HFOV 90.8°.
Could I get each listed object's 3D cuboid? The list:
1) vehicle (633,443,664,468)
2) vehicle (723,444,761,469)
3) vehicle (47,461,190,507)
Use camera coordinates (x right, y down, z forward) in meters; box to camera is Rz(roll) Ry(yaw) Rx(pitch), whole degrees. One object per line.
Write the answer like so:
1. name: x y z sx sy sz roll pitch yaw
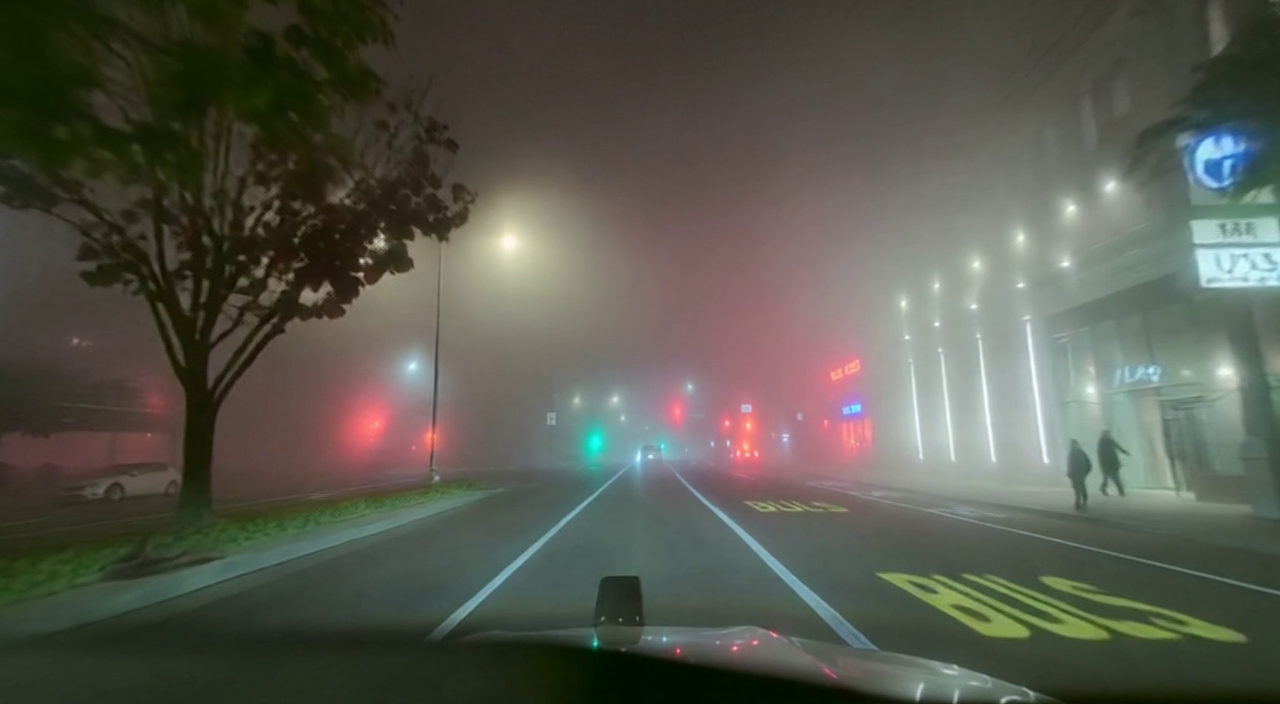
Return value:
1. vehicle: 0.672 7.826 48.049 2.223 1.775 4.250 -1 -8 1
2. vehicle: 7.855 8.047 49.003 1.987 1.772 4.749 0 -8 -2
3. vehicle: -20.410 5.143 25.015 1.840 1.440 4.442 -3 -9 1
